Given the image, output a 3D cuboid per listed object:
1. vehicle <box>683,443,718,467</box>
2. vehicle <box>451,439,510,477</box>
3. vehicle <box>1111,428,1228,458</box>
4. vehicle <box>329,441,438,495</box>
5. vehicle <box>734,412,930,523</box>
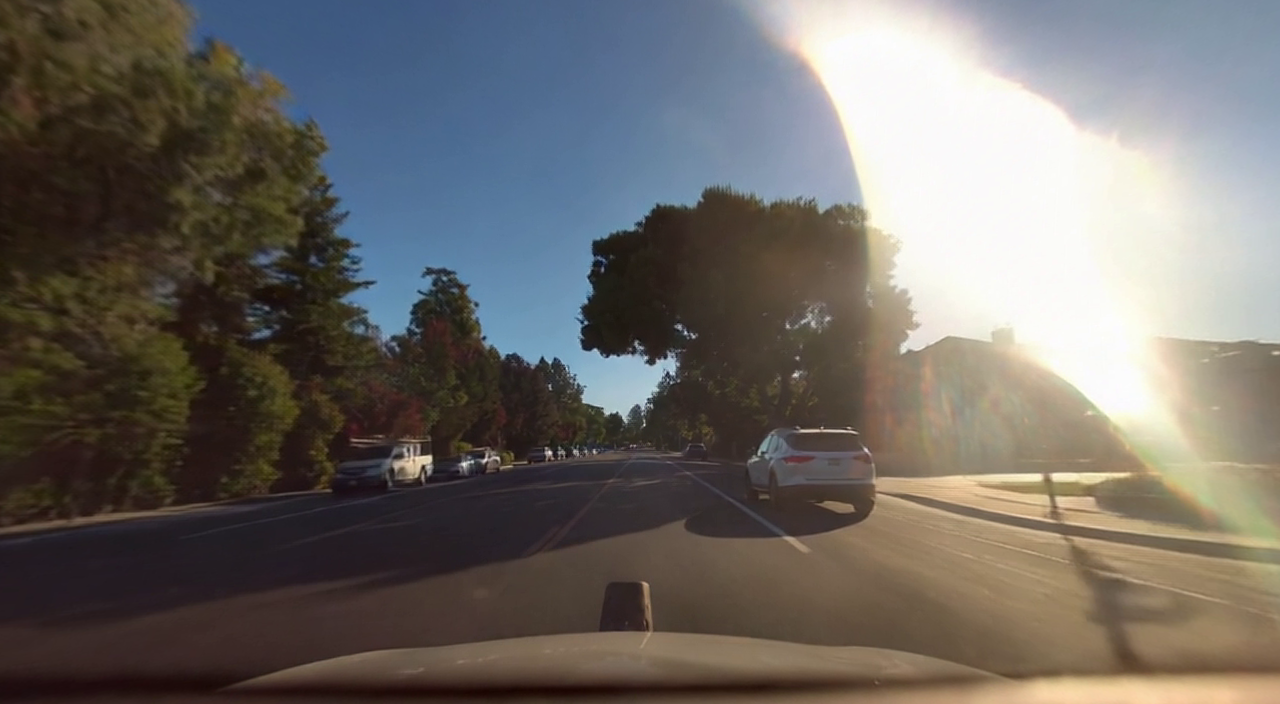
[{"bbox_3d":[3.971,6.793,41.756,1.956,1.492,4.425,-1,-8,1],"label":"vehicle"},{"bbox_3d":[-10.152,6.774,40.582,2.254,2.127,5.697,-3,-9,0],"label":"vehicle"},{"bbox_3d":[28.501,4.933,34.032,4.578,1.511,1.857,0,-8,0],"label":"vehicle"},{"bbox_3d":[-10.403,4.725,26.153,2.261,1.851,5.724,-3,-8,-1],"label":"vehicle"},{"bbox_3d":[3.732,2.421,13.806,2.497,1.889,5.833,-1,-8,1],"label":"vehicle"}]
